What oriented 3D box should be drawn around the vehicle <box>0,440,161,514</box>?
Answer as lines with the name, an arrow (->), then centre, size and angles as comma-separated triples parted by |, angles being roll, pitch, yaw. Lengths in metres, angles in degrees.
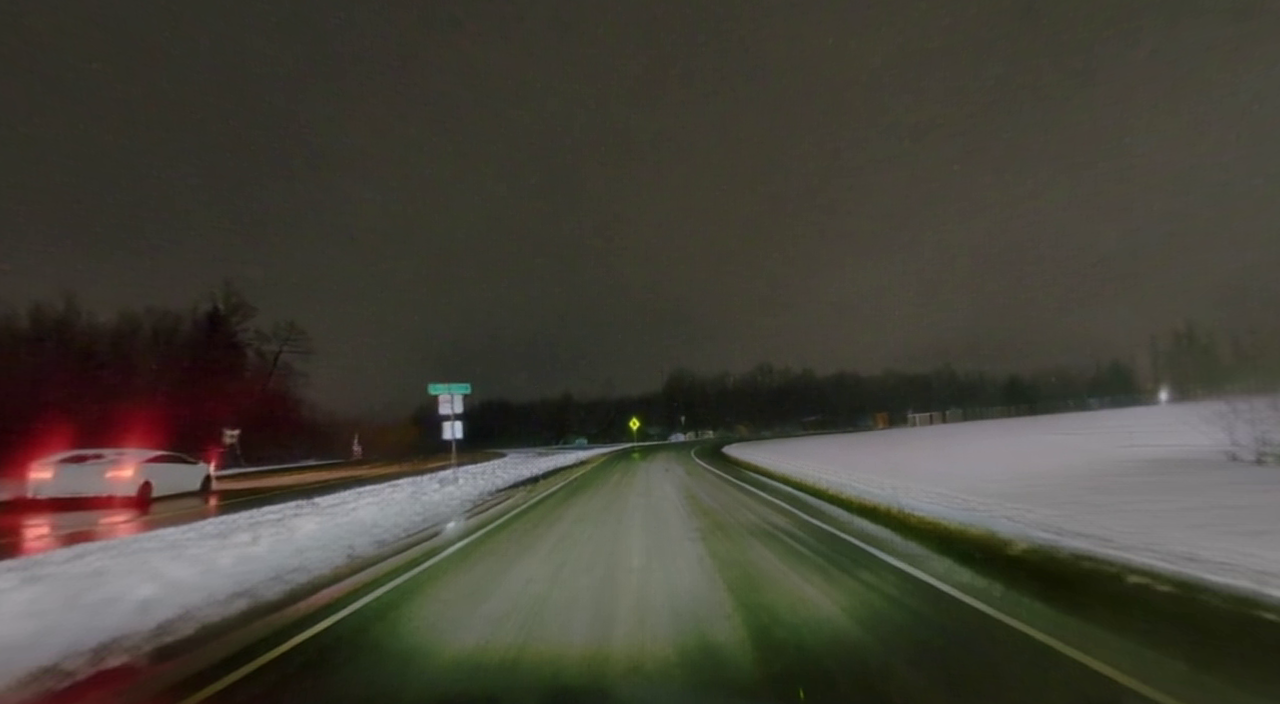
vehicle -> -14.169, 2.952, 15.248 | 1.895, 1.451, 4.168 | -3, -7, -1
